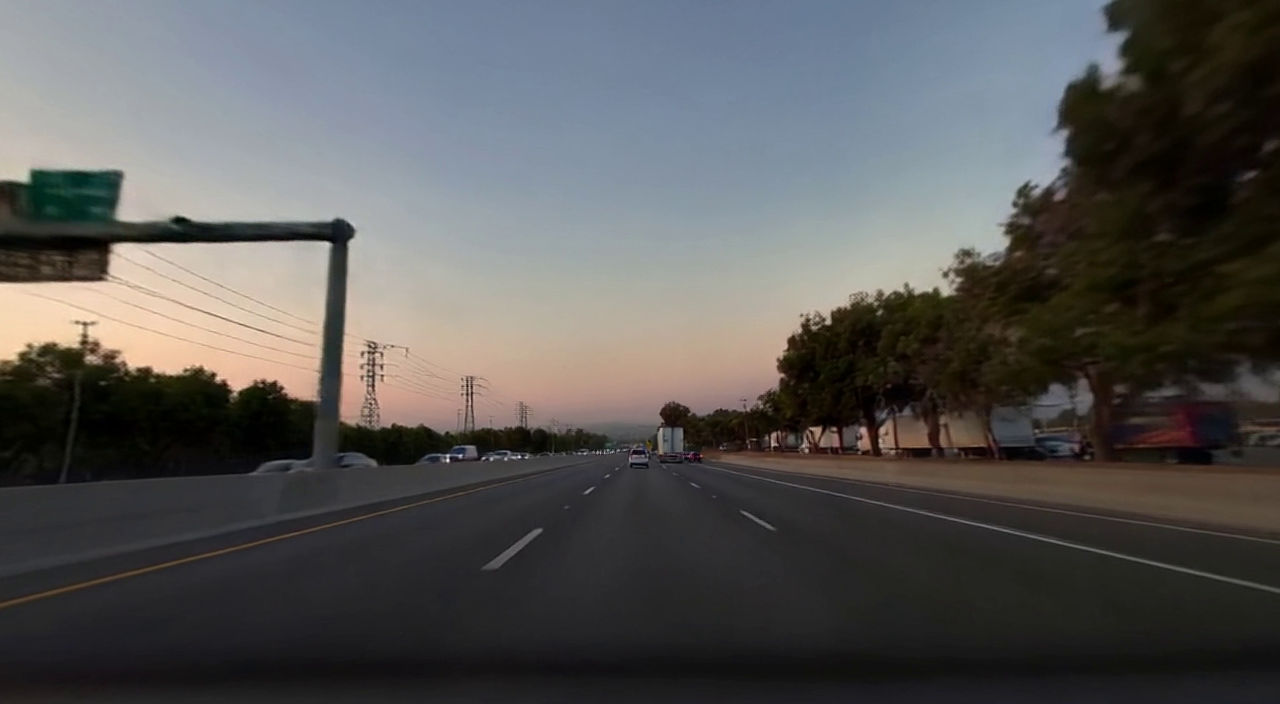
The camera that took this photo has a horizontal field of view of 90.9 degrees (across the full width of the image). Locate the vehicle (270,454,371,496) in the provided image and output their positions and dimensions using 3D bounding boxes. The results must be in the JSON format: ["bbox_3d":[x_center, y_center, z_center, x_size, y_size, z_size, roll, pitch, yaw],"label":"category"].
[{"bbox_3d":[-11.800,4.546,23.557,1.741,1.402,3.772,0,-9,1],"label":"vehicle"}]

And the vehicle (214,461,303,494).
[{"bbox_3d":[-19.379,6.357,32.279,1.806,1.470,4.392,0,-9,0],"label":"vehicle"}]

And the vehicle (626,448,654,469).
[{"bbox_3d":[-0.016,8.221,48.768,2.111,1.599,3.859,0,-9,0],"label":"vehicle"}]

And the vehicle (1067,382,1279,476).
[{"bbox_3d":[31.660,4.744,37.125,3.055,4.465,14.288,0,-9,1],"label":"vehicle"}]

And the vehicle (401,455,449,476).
[{"bbox_3d":[-15.798,8.345,46.598,1.876,1.435,4.433,-1,-9,2],"label":"vehicle"}]

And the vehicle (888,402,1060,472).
[{"bbox_3d":[23.806,6.534,47.202,2.915,4.218,17.329,0,-9,-2],"label":"vehicle"}]
